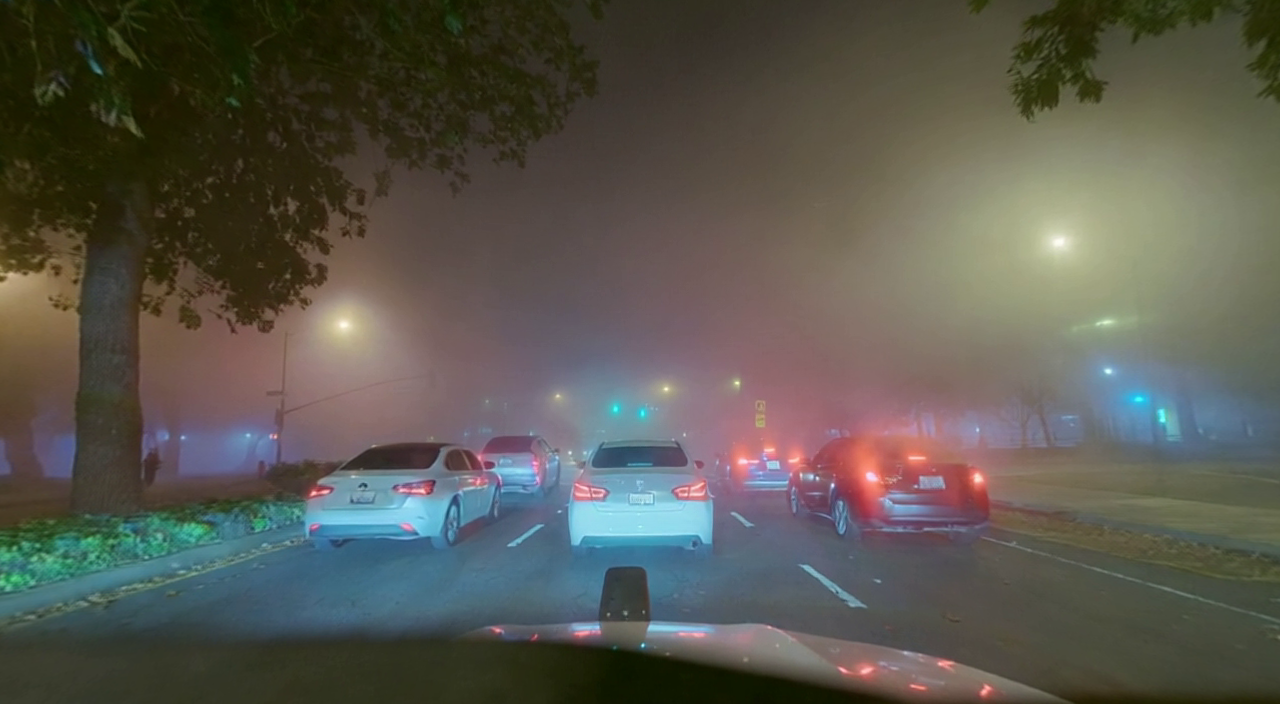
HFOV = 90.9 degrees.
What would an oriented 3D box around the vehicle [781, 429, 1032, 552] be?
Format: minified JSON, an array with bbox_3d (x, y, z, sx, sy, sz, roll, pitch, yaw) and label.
[{"bbox_3d":[3.784,2.028,10.021,1.990,1.486,4.431,0,-8,-1],"label":"vehicle"}]

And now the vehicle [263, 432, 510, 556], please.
[{"bbox_3d":[-3.463,2.010,9.644,2.002,1.465,4.098,0,-8,1],"label":"vehicle"}]

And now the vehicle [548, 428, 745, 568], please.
[{"bbox_3d":[0.048,1.862,8.800,2.101,1.480,3.929,0,-8,-1],"label":"vehicle"}]
